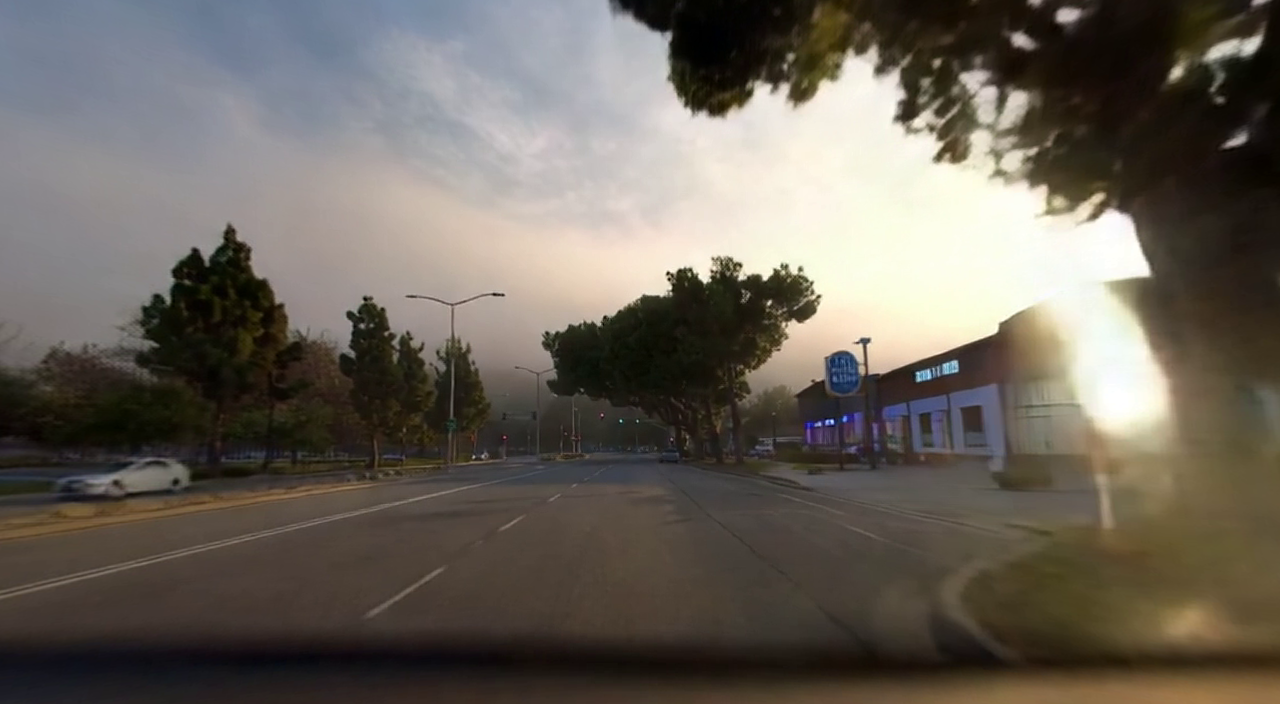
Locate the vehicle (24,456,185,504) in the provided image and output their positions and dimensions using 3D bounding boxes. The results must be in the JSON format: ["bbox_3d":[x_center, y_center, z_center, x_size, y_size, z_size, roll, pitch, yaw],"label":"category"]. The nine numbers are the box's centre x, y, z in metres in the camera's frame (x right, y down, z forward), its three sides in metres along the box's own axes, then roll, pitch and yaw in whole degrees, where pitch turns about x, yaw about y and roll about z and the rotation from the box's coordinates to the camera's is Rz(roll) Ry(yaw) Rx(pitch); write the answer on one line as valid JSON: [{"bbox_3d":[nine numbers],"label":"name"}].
[{"bbox_3d":[-19.738,4.704,23.569,1.884,1.479,4.740,0,-9,0],"label":"vehicle"}]
